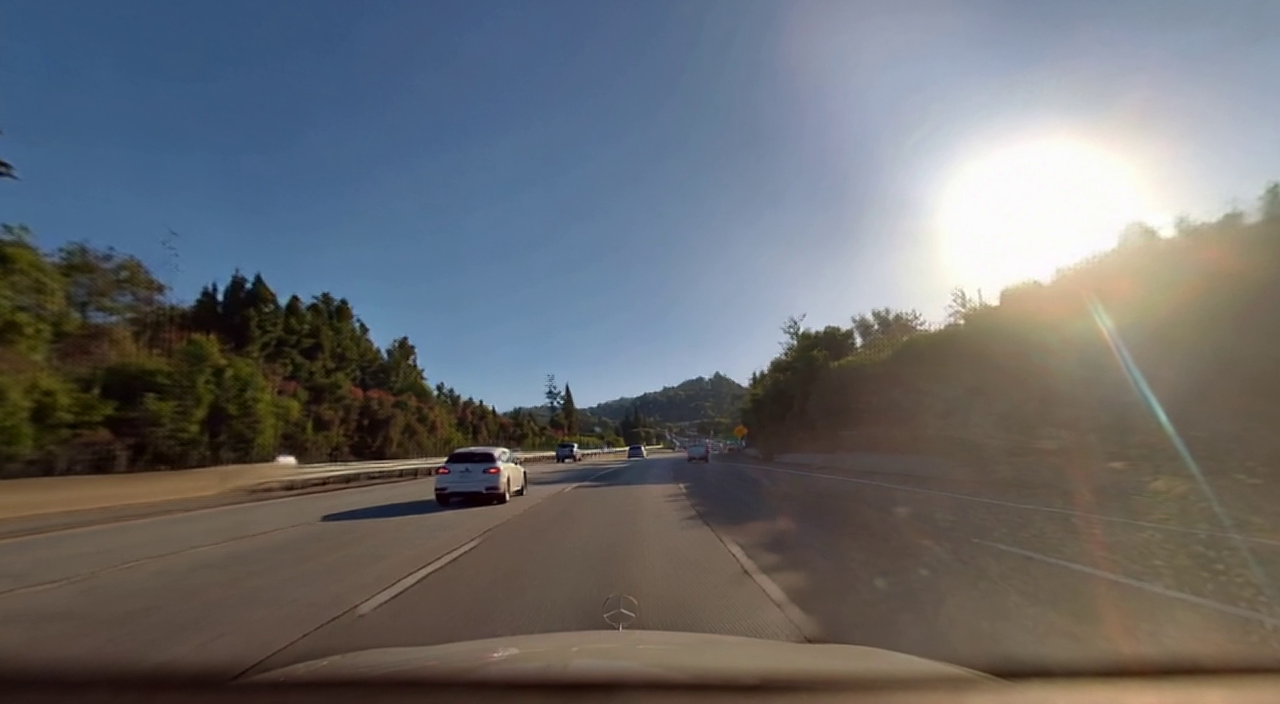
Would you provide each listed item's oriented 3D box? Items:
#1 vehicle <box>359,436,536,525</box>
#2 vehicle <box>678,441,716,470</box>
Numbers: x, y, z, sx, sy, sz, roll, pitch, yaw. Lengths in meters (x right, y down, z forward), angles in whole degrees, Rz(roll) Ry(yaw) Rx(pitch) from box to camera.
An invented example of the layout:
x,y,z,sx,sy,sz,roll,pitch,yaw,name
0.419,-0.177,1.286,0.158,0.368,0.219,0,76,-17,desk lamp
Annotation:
x,y,z,sx,sy,sz,roll,pitch,yaw,name
-3.635,2.530,12.994,2.192,1.482,4.454,0,-9,1,vehicle
3.749,6.889,42.351,2.211,1.814,4.404,0,-9,2,vehicle
